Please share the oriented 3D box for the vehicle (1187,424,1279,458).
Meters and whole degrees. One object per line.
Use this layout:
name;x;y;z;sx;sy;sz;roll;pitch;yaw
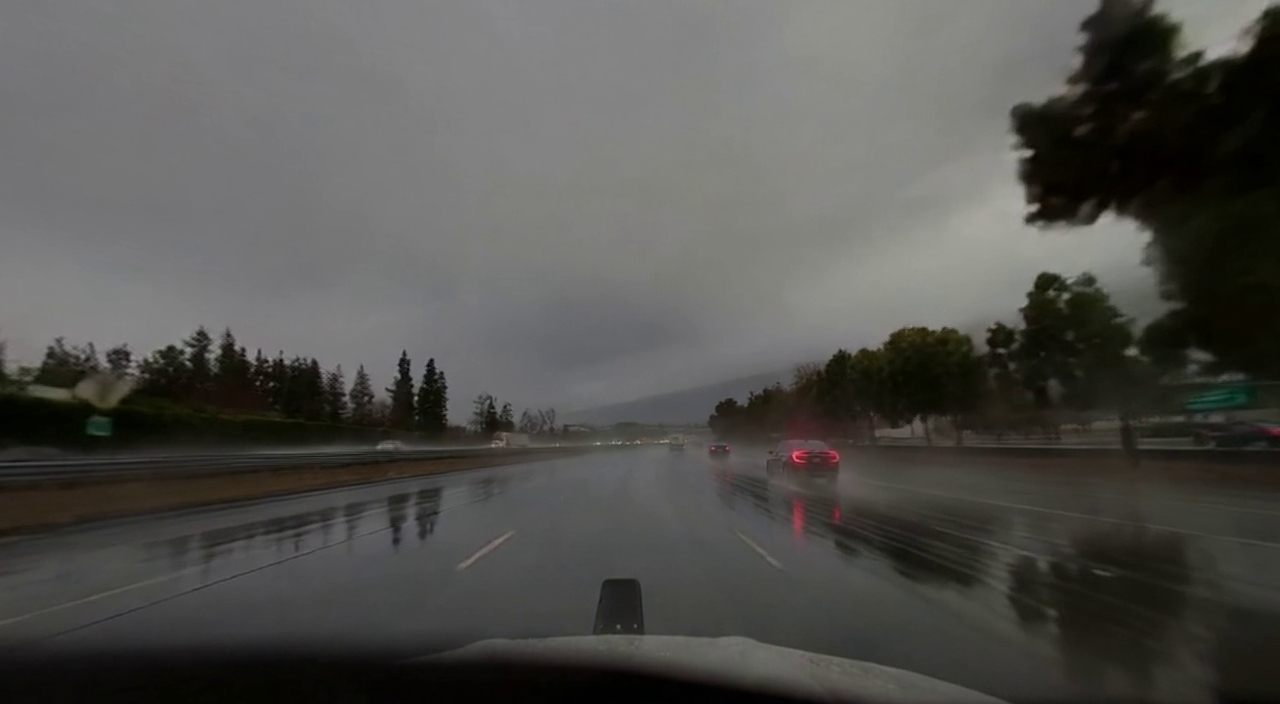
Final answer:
vehicle;29.021;4.200;29.755;1.967;1.491;4.970;0;-9;-1
